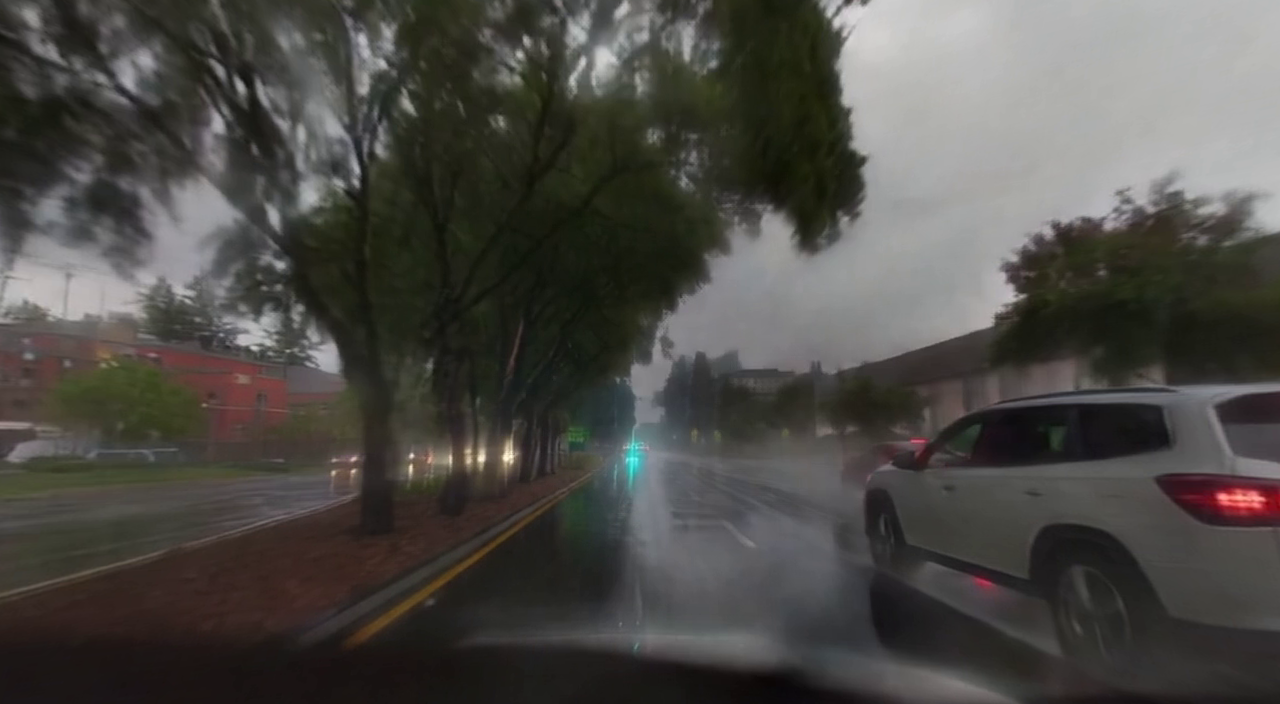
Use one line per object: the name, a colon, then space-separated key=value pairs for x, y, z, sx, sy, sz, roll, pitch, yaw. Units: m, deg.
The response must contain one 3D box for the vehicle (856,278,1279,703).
vehicle: x=3.714 y=0.999 z=4.417 sx=2.505 sy=1.971 sz=5.162 roll=0 pitch=-9 yaw=-1
